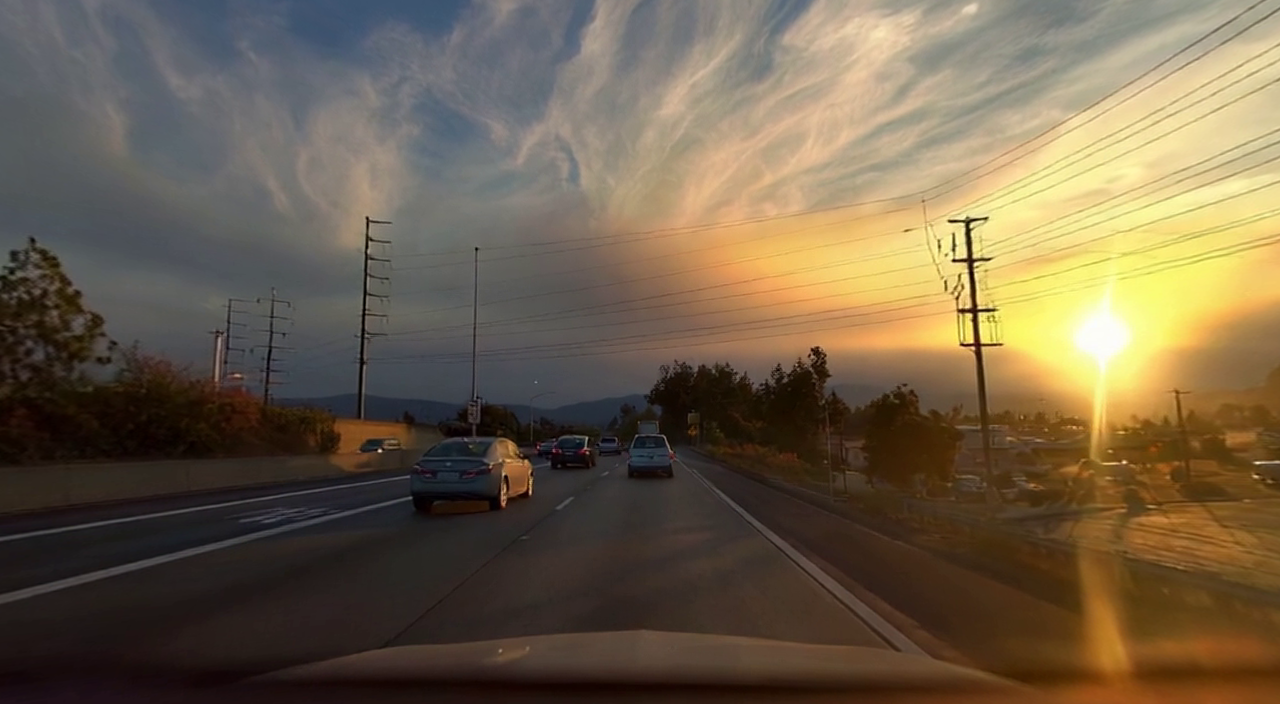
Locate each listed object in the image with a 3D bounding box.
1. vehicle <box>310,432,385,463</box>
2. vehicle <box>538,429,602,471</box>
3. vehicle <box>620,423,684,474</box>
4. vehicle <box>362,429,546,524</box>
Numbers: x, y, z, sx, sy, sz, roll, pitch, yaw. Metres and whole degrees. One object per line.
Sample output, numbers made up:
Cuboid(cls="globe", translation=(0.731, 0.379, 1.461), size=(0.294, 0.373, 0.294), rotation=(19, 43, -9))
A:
Cuboid(cls="vehicle", translation=(-16.365, 5.384, 35.593), size=(1.923, 1.636, 4.542), rotation=(0, -8, 2))
Cuboid(cls="vehicle", translation=(-2.970, 4.312, 27.833), size=(2.051, 1.695, 4.731), rotation=(-1, -8, 3))
Cuboid(cls="vehicle", translation=(0.478, 3.801, 24.855), size=(2.319, 1.813, 4.274), rotation=(0, -8, 1))
Cuboid(cls="vehicle", translation=(-3.259, 2.286, 12.166), size=(2.092, 1.464, 4.466), rotation=(0, -8, 1))
